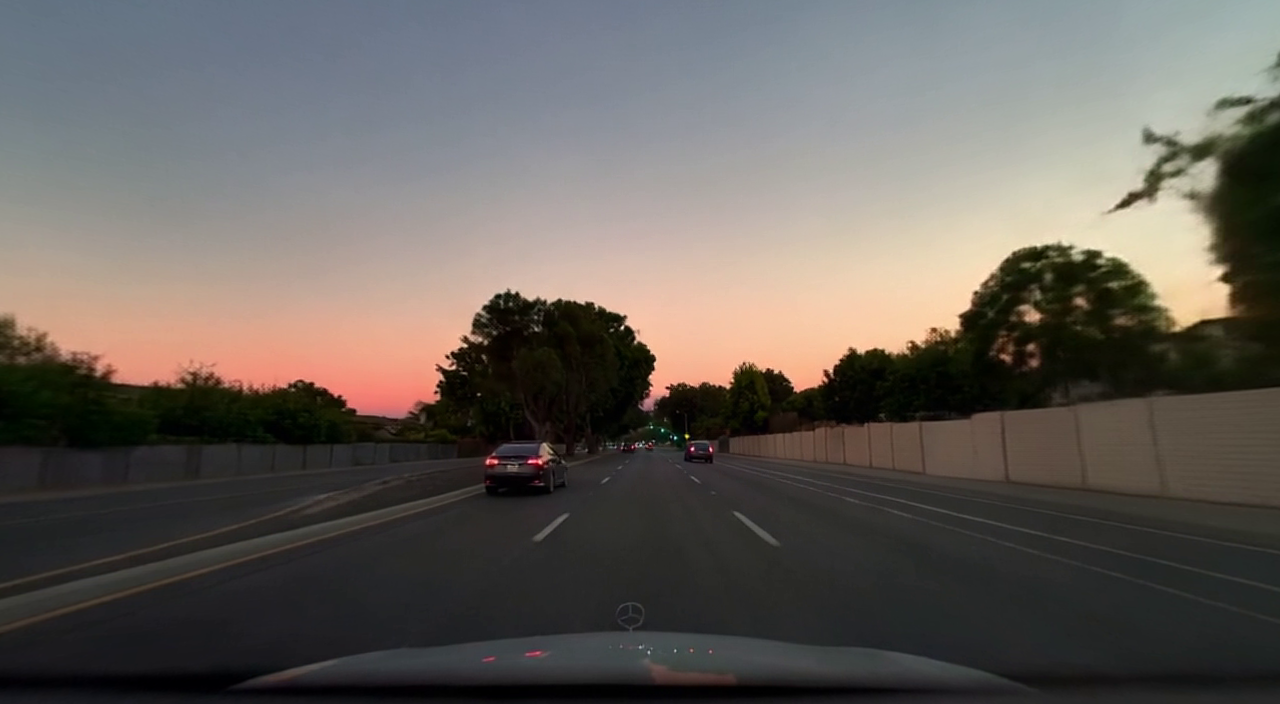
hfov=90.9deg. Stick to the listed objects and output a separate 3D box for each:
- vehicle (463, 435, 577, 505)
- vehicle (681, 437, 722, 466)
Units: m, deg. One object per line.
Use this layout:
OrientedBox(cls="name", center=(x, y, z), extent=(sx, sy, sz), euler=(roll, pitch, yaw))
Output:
OrientedBox(cls="vehicle", center=(-2.884, 2.927, 16.161), extent=(1.966, 1.524, 4.410), euler=(0, -8, 1))
OrientedBox(cls="vehicle", center=(3.945, 6.458, 41.174), extent=(2.114, 1.780, 4.445), euler=(0, -8, -1))
